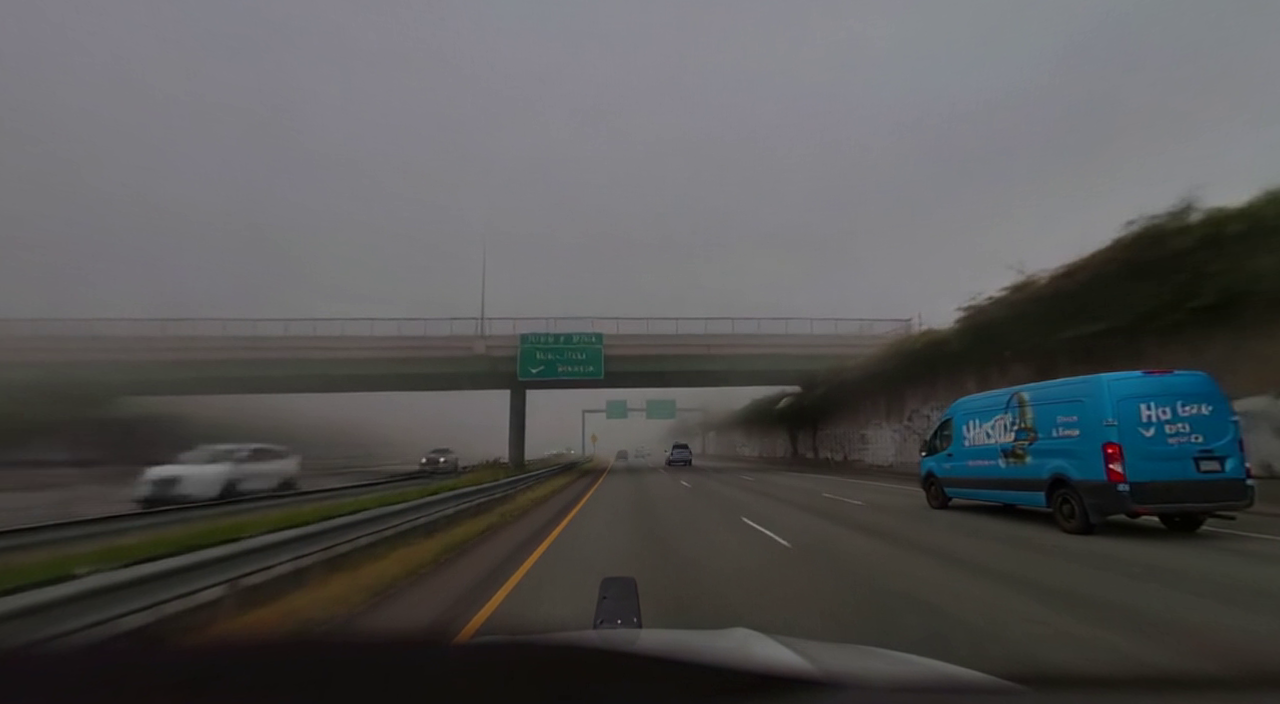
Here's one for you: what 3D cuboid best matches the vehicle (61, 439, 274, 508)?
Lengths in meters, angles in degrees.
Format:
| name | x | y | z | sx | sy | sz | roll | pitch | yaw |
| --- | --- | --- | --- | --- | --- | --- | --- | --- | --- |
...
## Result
| name | x | y | z | sx | sy | sz | roll | pitch | yaw |
| --- | --- | --- | --- | --- | --- | --- | --- | --- | --- |
| vehicle | -11.739 | 3.025 | 16.149 | 2.003 | 1.496 | 4.559 | 0 | -9 | -1 |

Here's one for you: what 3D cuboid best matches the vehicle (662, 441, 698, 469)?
| name | x | y | z | sx | sy | sz | roll | pitch | yaw |
| --- | --- | --- | --- | --- | --- | --- | --- | --- | --- |
| vehicle | 2.866 | 7.537 | 46.128 | 2.007 | 1.943 | 5.010 | 0 | -9 | -3 |

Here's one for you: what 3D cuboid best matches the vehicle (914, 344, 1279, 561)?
| name | x | y | z | sx | sy | sz | roll | pitch | yaw |
| --- | --- | --- | --- | --- | --- | --- | --- | --- | --- |
| vehicle | 7.143 | 1.637 | 10.563 | 2.283 | 2.631 | 5.719 | 0 | -9 | -2 |
